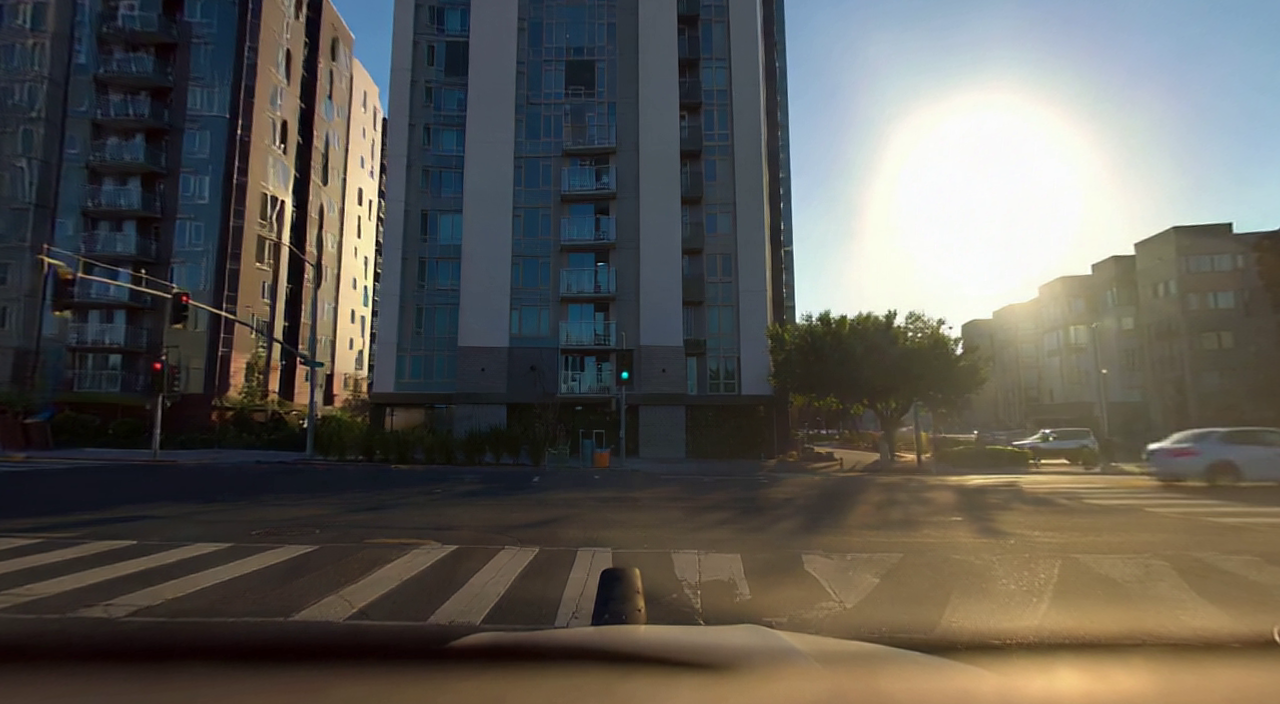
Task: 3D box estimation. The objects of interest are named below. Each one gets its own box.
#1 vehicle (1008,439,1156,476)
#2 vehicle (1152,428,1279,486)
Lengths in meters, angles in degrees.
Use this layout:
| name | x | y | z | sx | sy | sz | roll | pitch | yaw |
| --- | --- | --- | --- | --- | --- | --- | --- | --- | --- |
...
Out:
| name | x | y | z | sx | sy | sz | roll | pitch | yaw |
| --- | --- | --- | --- | --- | --- | --- | --- | --- | --- |
| vehicle | 18.596 | 4.459 | 26.688 | 4.823 | 1.458 | 1.914 | 0 | -9 | -1 |
| vehicle | 20.313 | 3.450 | 20.800 | 4.980 | 1.792 | 2.042 | 0 | -9 | 1 |
